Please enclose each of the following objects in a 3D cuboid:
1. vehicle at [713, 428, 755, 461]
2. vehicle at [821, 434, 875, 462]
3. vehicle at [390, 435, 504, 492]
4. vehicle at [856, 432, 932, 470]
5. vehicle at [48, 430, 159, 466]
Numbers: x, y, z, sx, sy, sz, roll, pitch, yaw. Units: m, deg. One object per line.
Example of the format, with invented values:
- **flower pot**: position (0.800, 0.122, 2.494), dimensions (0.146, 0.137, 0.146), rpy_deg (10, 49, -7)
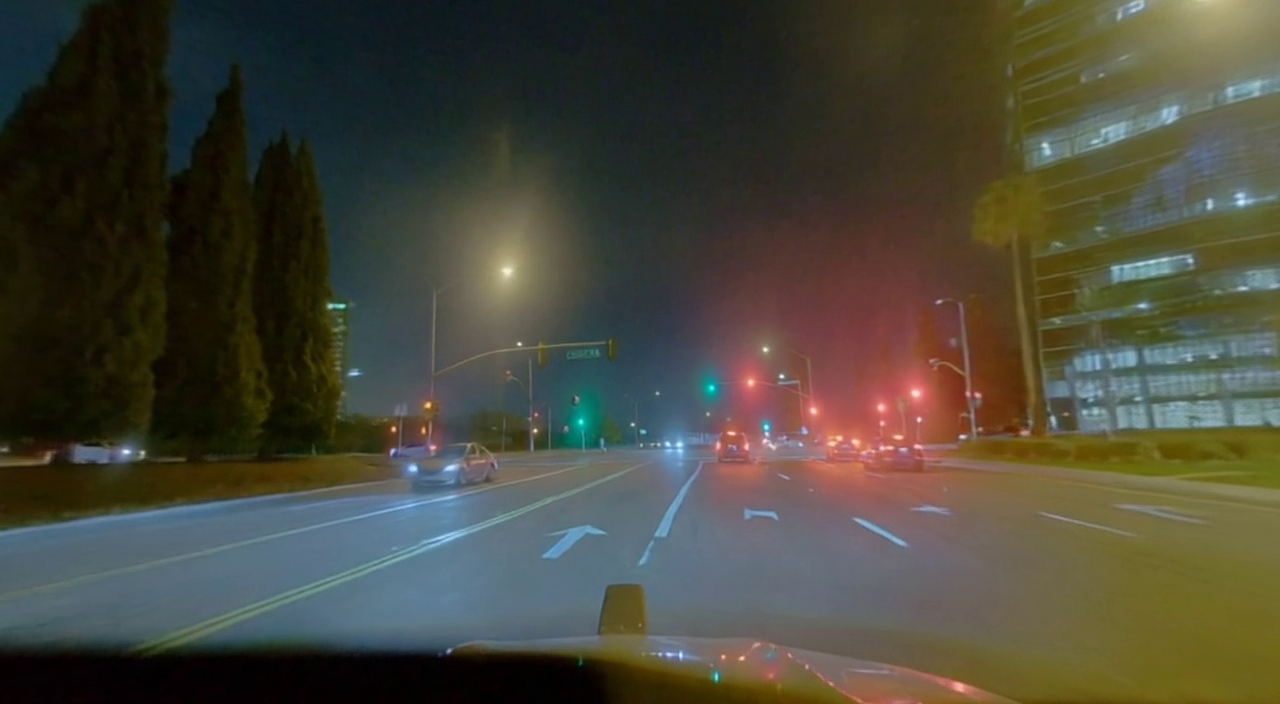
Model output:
- **vehicle**: position (5.461, 5.482, 37.106), dimensions (2.203, 1.801, 4.331), rpy_deg (-1, -9, 5)
- **vehicle**: position (11.654, 5.388, 35.403), dimensions (1.860, 1.460, 4.379), rpy_deg (-1, -9, 5)
- **vehicle**: position (-6.241, 3.639, 20.857), dimensions (2.016, 1.677, 4.147), rpy_deg (-1, -9, 7)
- **vehicle**: position (10.837, 4.262, 27.134), dimensions (1.896, 1.463, 4.296), rpy_deg (-1, -9, 6)
- **vehicle**: position (-27.695, 5.032, 32.611), dimensions (1.871, 1.703, 4.093), rpy_deg (-2, -10, 5)
